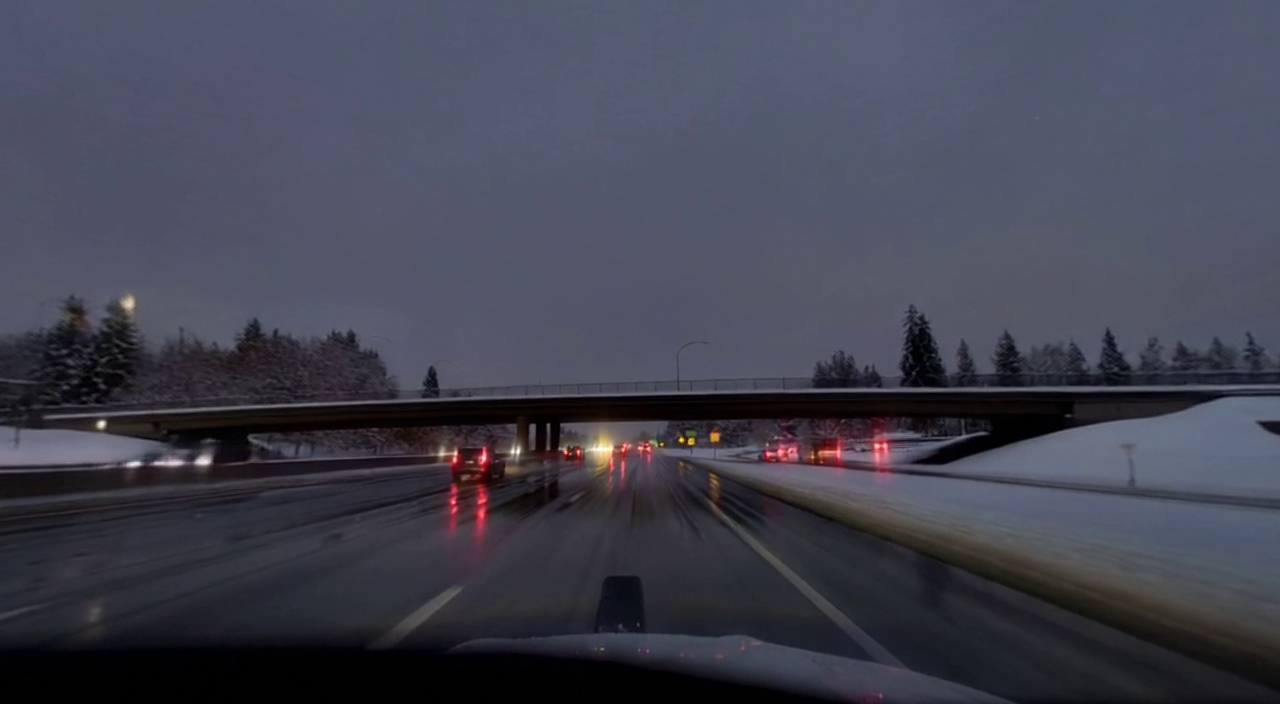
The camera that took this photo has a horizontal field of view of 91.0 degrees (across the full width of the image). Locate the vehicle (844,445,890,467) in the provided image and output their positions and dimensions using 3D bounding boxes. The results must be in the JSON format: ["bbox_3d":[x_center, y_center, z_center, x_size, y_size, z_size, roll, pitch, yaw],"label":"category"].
[{"bbox_3d":[17.816,8.159,49.617,1.884,1.567,4.692,0,-9,0],"label":"vehicle"}]

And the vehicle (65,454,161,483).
[{"bbox_3d":[-31.561,6.965,37.915,1.786,1.502,4.610,0,-9,0],"label":"vehicle"}]

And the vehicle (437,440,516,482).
[{"bbox_3d":[-6.428,4.313,25.289,1.985,1.513,4.172,0,-9,1],"label":"vehicle"}]

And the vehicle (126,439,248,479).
[{"bbox_3d":[-24.231,5.730,34.070,2.299,1.967,5.698,0,-9,1],"label":"vehicle"}]
